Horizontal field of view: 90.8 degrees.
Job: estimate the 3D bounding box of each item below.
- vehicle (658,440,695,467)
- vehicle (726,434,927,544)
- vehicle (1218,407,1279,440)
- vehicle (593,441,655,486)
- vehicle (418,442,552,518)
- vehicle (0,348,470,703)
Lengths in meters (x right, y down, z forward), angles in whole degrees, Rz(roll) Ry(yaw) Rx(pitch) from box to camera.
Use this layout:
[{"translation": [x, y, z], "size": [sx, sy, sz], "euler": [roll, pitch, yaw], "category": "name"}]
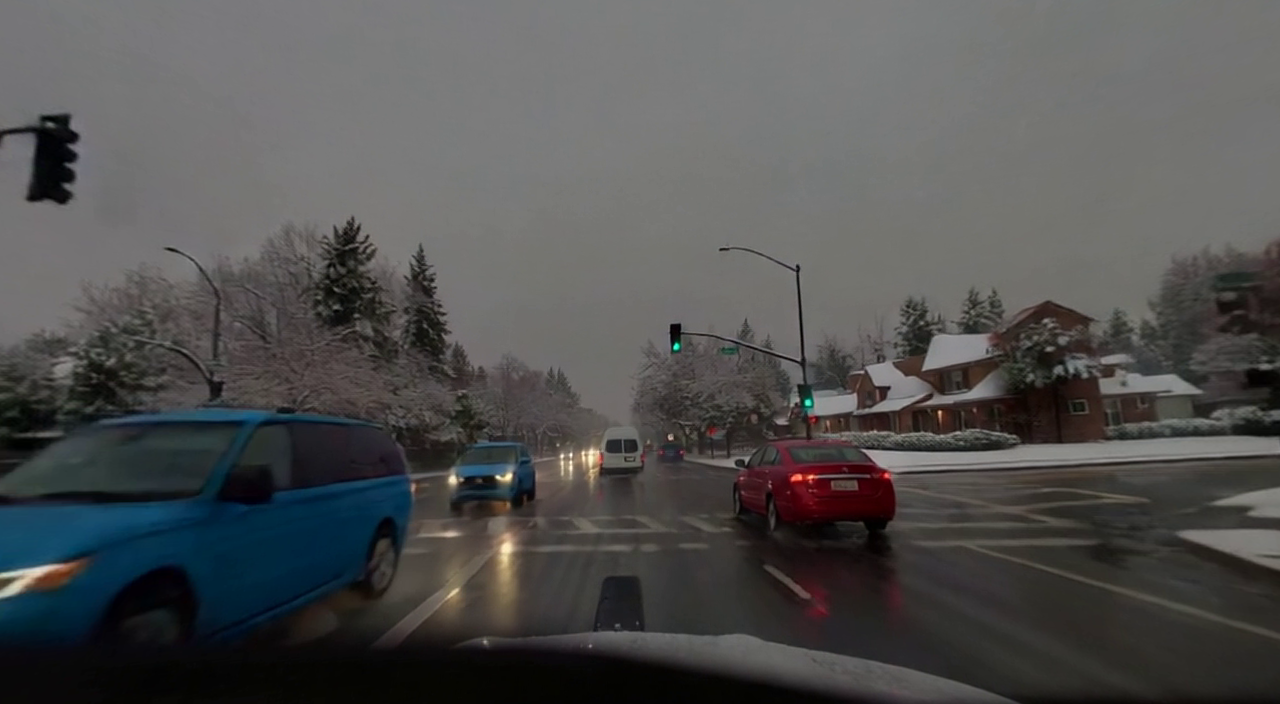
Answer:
[{"translation": [2.657, 7.562, 47.287], "size": [2.187, 1.847, 4.553], "euler": [0, -8, -3], "category": "vehicle"}, {"translation": [2.811, 2.169, 10.753], "size": [1.973, 1.447, 4.402], "euler": [0, -8, -2], "category": "vehicle"}, {"translation": [33.521, 3.874, 33.680], "size": [1.891, 1.644, 3.671], "euler": [0, -8, 1], "category": "vehicle"}, {"translation": [-0.613, 4.091, 23.515], "size": [2.114, 1.483, 4.207], "euler": [0, -8, -2], "category": "vehicle"}, {"translation": [-3.368, 2.854, 14.769], "size": [2.096, 1.472, 4.618], "euler": [0, -8, -2], "category": "vehicle"}, {"translation": [-3.152, 1.248, 5.243], "size": [2.083, 1.741, 5.530], "euler": [0, -8, -1], "category": "vehicle"}]
